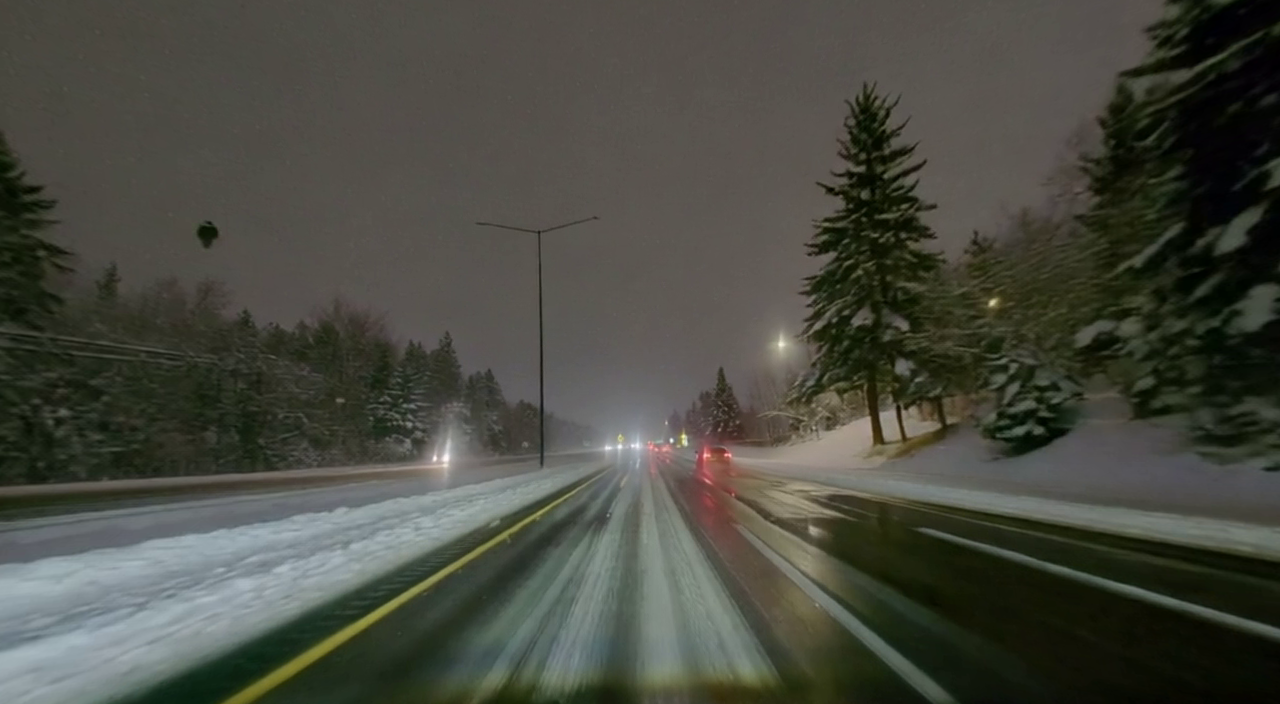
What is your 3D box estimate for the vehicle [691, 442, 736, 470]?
[{"bbox_3d":[4.253,6.099,37.054,2.042,1.518,4.477,0,-9,-1],"label":"vehicle"}]
